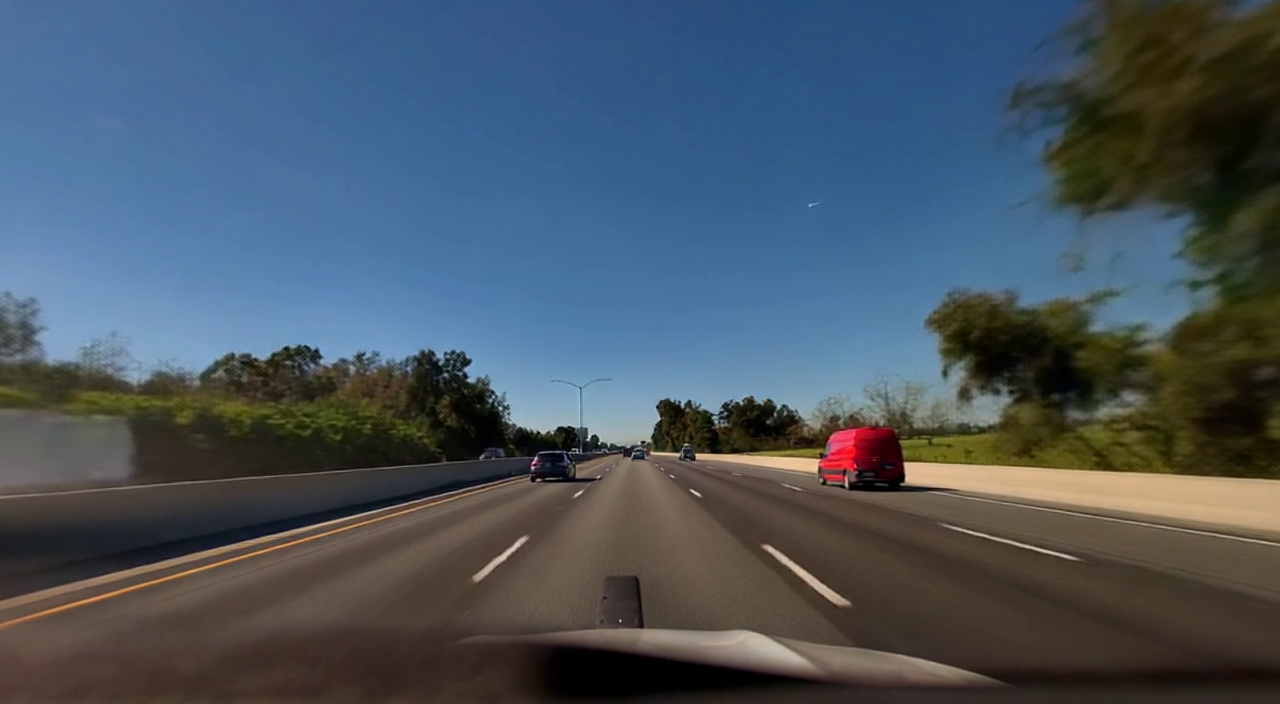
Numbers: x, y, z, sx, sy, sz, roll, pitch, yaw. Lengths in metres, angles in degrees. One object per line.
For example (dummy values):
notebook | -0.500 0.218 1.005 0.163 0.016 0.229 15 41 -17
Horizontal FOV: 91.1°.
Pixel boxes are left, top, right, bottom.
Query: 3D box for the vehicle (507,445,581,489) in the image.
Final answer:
vehicle | -3.620 4.422 24.599 2.160 1.530 4.500 0 -9 0

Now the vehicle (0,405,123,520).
vehicle | -14.661 2.304 13.084 2.523 2.377 6.182 0 -9 0

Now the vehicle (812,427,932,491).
vehicle | 7.832 3.664 21.859 2.133 1.933 4.986 0 -9 -1
